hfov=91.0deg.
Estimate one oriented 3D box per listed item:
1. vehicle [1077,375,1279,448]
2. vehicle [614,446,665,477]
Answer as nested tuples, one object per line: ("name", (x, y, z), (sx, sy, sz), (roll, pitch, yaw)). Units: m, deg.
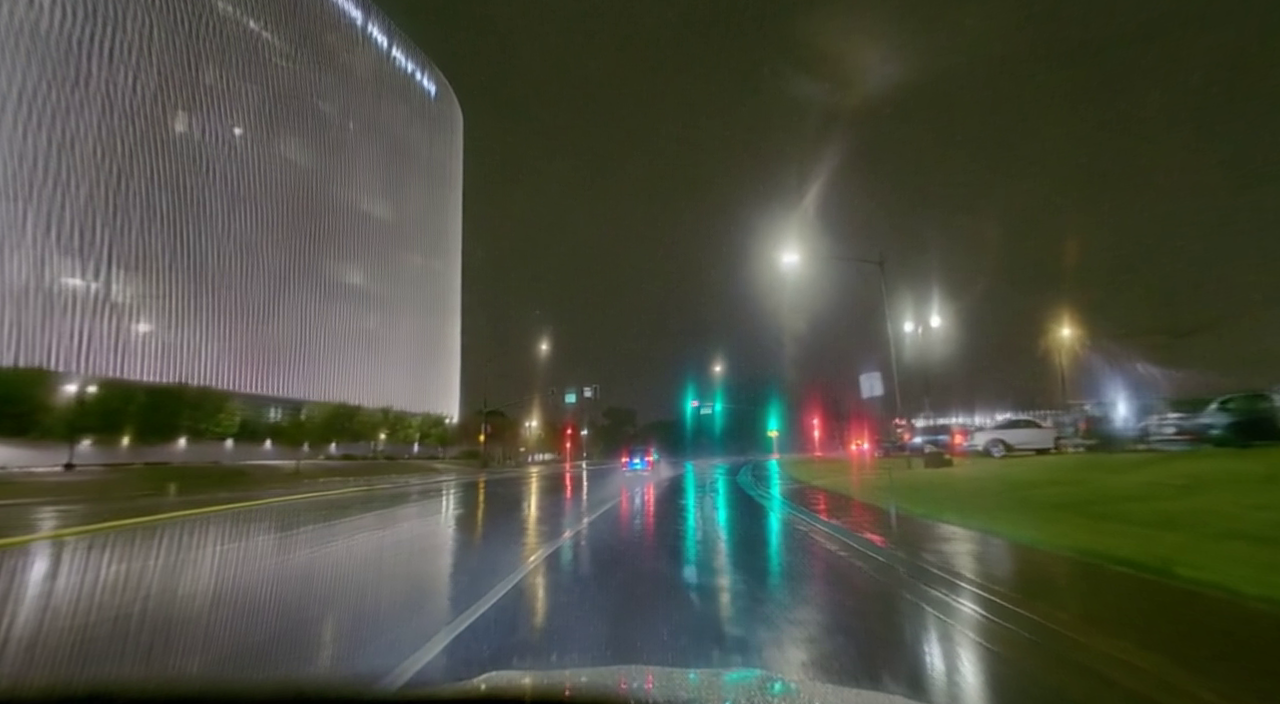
("vehicle", (13.946, 1.546, 15.765), (4.372, 1.665, 1.988), (-1, -9, 5))
("vehicle", (0.038, 5.717, 33.057), (1.971, 1.486, 4.380), (-2, -9, 9))
